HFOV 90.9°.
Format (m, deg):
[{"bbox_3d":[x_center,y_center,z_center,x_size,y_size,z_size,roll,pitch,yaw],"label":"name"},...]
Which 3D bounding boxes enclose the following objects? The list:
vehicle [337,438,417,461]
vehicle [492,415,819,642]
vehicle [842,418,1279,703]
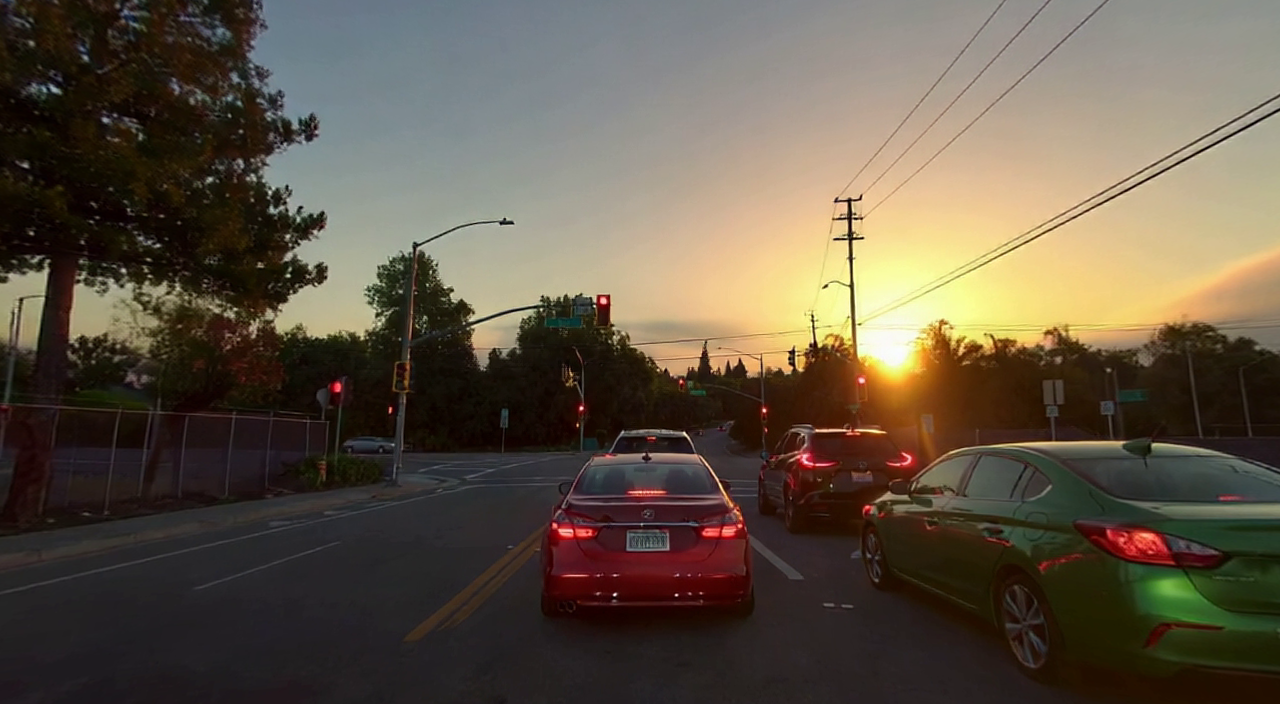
[{"bbox_3d":[-17.242,6.411,41.462,4.406,1.458,1.892,-1,-8,7],"label":"vehicle"},{"bbox_3d":[0.072,1.496,6.441,2.170,1.497,4.369,0,-8,-1],"label":"vehicle"},{"bbox_3d":[3.084,1.244,4.142,2.027,1.432,4.431,0,-8,0],"label":"vehicle"}]
